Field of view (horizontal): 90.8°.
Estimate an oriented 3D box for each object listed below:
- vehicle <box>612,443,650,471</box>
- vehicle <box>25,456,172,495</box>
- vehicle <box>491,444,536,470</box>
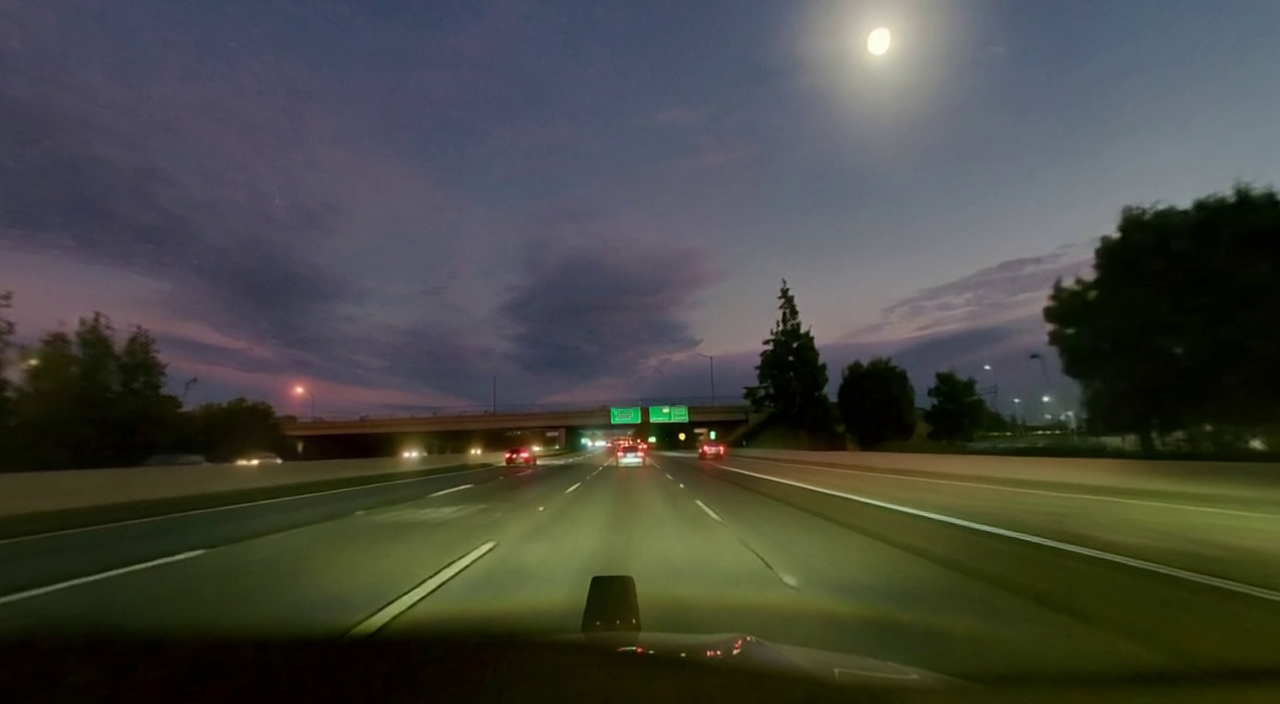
[{"bbox_3d":[-0.548,5.848,35.477,2.012,1.471,4.059,0,-8,-2],"label":"vehicle"},{"bbox_3d":[-20.327,4.633,24.001,1.808,1.203,4.334,0,-8,-1],"label":"vehicle"},{"bbox_3d":[-8.011,6.665,40.402,1.957,1.554,4.350,0,-8,-1],"label":"vehicle"}]
